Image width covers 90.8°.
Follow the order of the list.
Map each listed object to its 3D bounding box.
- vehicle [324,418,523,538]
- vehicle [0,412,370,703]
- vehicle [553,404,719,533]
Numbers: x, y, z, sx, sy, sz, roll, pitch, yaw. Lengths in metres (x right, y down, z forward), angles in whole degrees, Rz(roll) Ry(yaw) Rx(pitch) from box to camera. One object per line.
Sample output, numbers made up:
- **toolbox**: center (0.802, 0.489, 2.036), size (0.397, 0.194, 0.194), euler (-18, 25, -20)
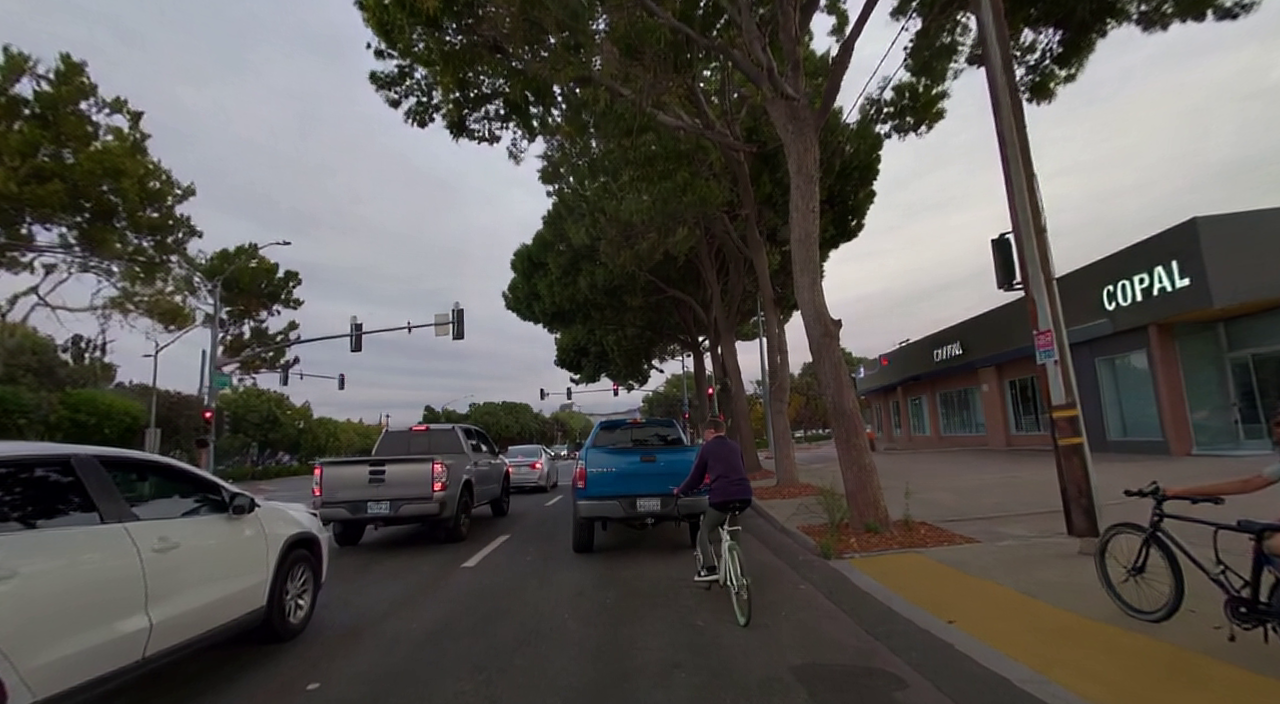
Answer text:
- **vehicle**: center (-3.609, 2.209, 11.610), size (2.046, 1.750, 4.452), euler (0, -9, 0)
- **vehicle**: center (-3.558, 1.172, 3.683), size (2.064, 1.486, 4.140), euler (0, -9, 1)
- **vehicle**: center (-0.104, 2.098, 11.844), size (2.426, 1.882, 5.027), euler (0, -9, -1)
